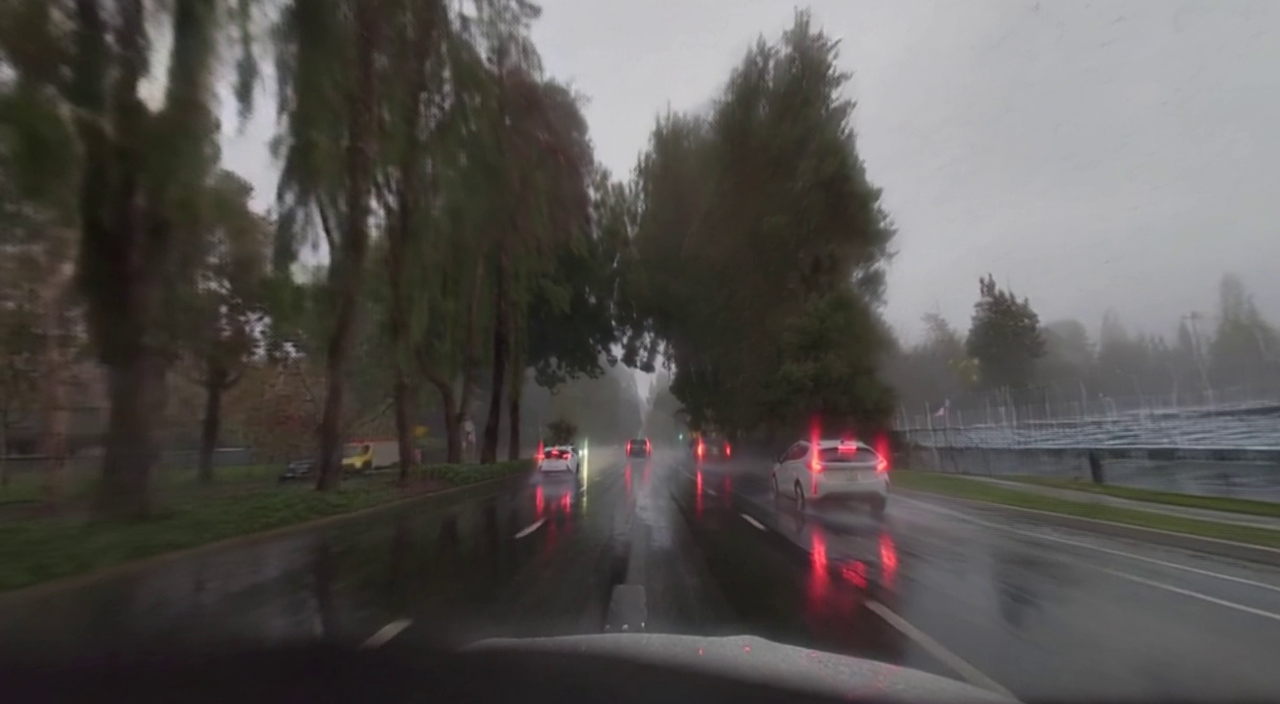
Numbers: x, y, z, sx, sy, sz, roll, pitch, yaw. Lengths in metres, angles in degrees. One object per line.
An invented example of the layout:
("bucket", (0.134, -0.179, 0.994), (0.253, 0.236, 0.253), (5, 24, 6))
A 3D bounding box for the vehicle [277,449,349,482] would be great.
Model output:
("vehicle", (-22.409, 7.744, 43.470), (2.159, 1.908, 5.564), (-2, -8, -1))

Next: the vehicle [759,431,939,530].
("vehicle", (3.619, 2.283, 11.867), (1.919, 1.502, 4.232), (0, -8, 0))

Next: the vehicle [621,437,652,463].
("vehicle", (-0.284, 7.431, 47.915), (2.247, 1.882, 4.603), (0, -8, -1))

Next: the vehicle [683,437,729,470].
("vehicle", (3.550, 5.542, 34.649), (1.980, 1.709, 4.367), (0, -8, -1))

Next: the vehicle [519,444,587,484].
("vehicle", (-3.189, 4.177, 23.899), (2.013, 1.354, 3.908), (0, -8, 0))
